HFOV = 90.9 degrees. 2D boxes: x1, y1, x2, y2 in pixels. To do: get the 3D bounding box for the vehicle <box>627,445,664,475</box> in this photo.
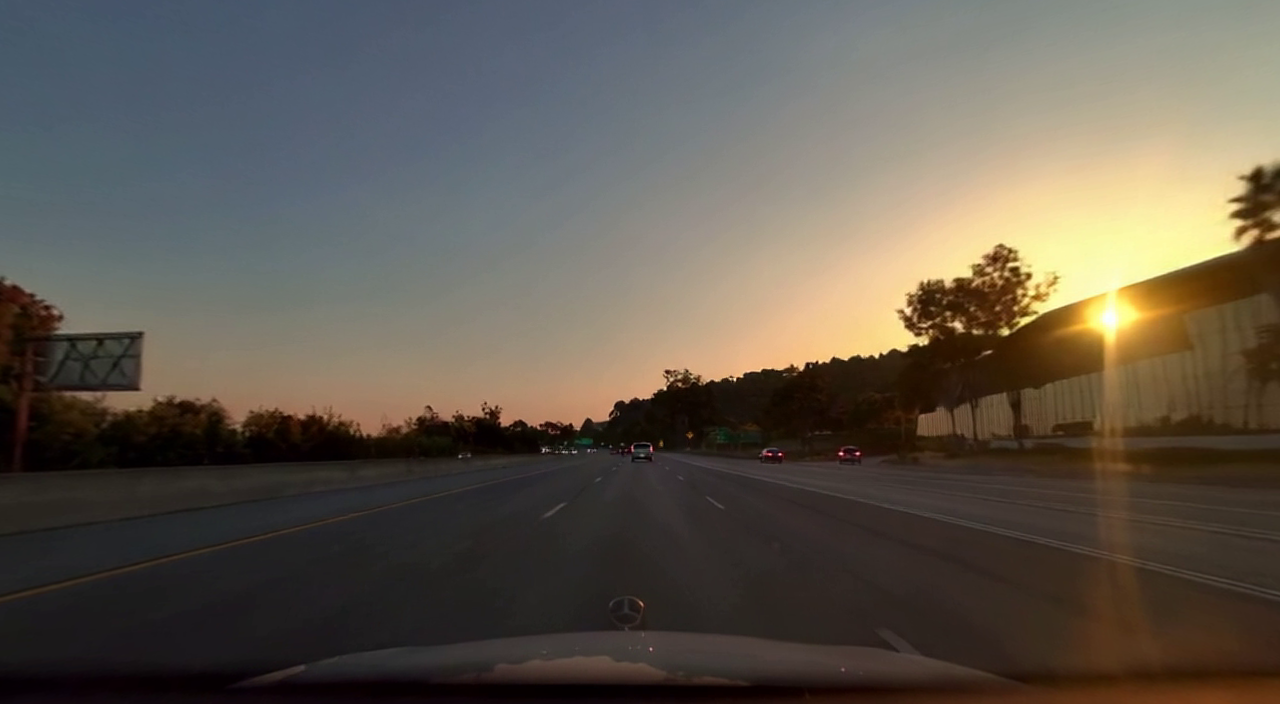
[{"bbox_3d":[0.291,6.173,36.176,2.015,1.639,4.086,0,-9,0],"label":"vehicle"}]
